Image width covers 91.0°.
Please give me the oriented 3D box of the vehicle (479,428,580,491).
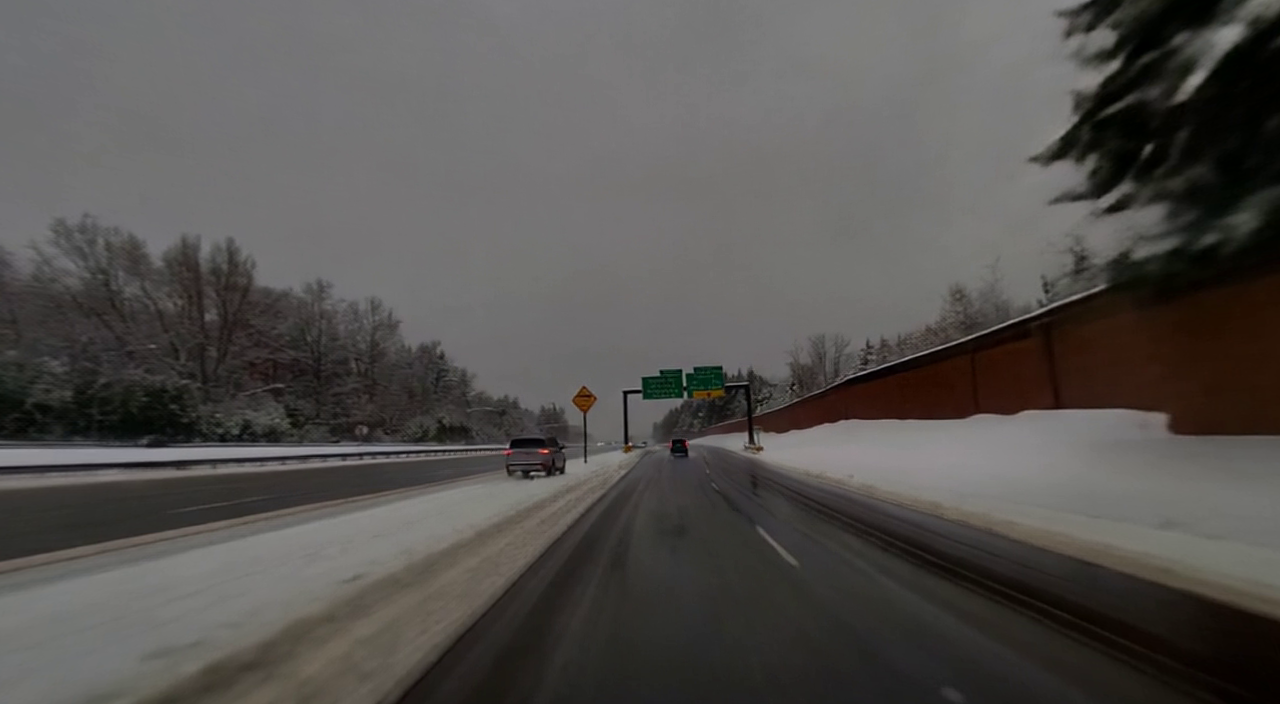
[{"bbox_3d":[-3.282,3.333,19.830,2.151,1.707,4.759,0,-9,2],"label":"vehicle"}]
